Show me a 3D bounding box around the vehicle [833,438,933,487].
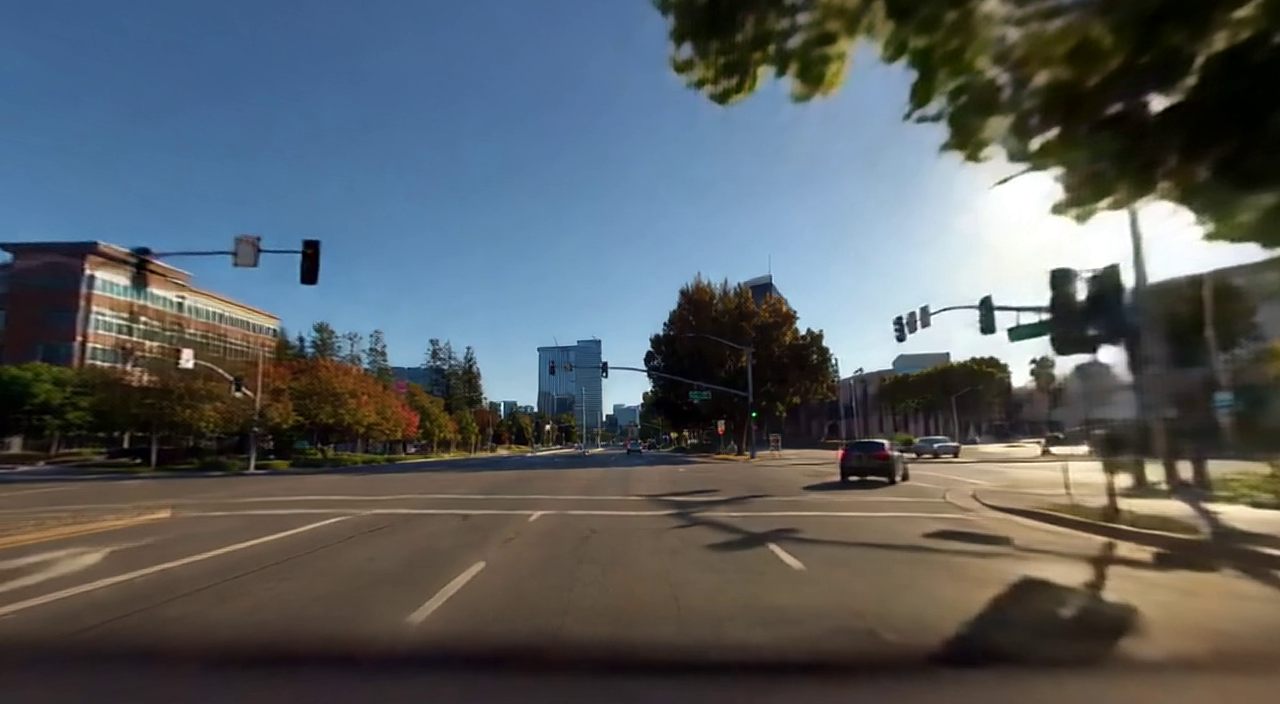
[{"bbox_3d":[8.979,4.033,23.052,2.289,1.503,4.595,-3,-11,36],"label":"vehicle"}]

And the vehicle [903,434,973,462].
[{"bbox_3d":[23.353,7.667,49.914,2.802,1.992,6.440,-2,-10,5],"label":"vehicle"}]
